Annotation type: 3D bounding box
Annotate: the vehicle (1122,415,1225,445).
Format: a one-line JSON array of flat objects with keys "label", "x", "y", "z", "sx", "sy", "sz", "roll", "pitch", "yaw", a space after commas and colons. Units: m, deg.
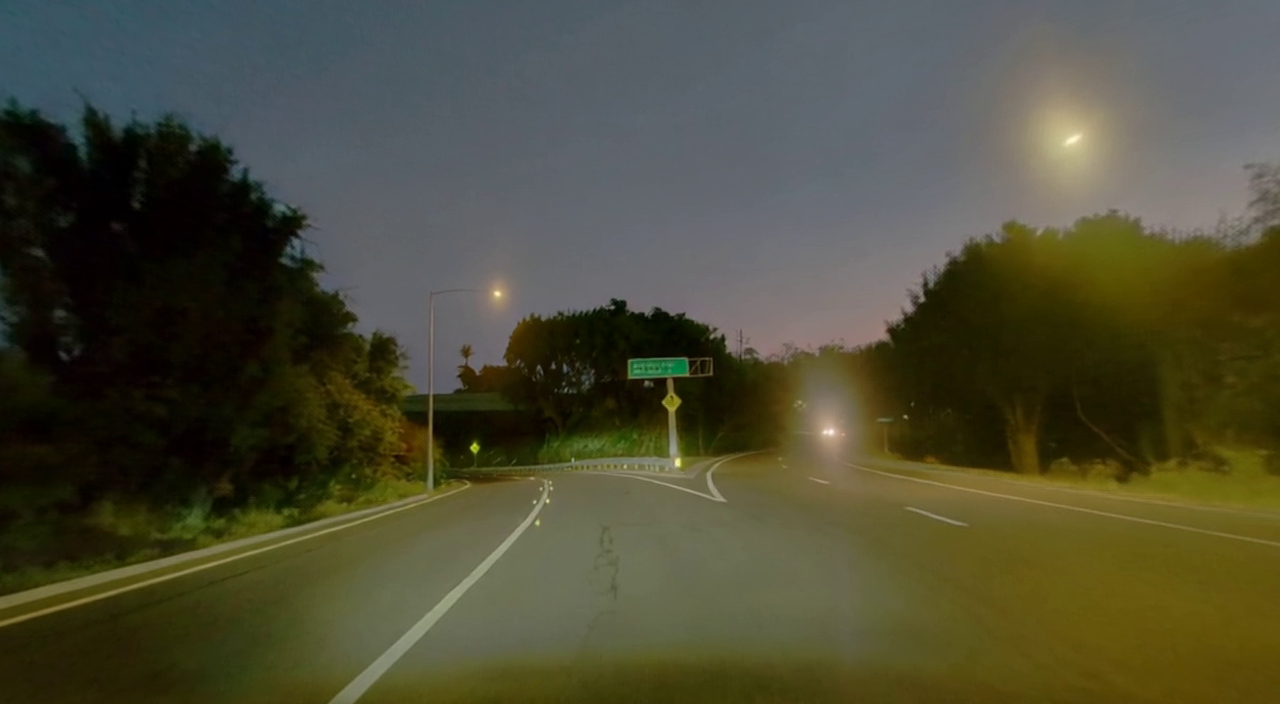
[{"label": "vehicle", "x": 30.661, "y": 4.550, "z": 36.507, "sx": 1.744, "sy": 1.459, "sz": 4.524, "roll": 8, "pitch": -9, "yaw": -9}]
